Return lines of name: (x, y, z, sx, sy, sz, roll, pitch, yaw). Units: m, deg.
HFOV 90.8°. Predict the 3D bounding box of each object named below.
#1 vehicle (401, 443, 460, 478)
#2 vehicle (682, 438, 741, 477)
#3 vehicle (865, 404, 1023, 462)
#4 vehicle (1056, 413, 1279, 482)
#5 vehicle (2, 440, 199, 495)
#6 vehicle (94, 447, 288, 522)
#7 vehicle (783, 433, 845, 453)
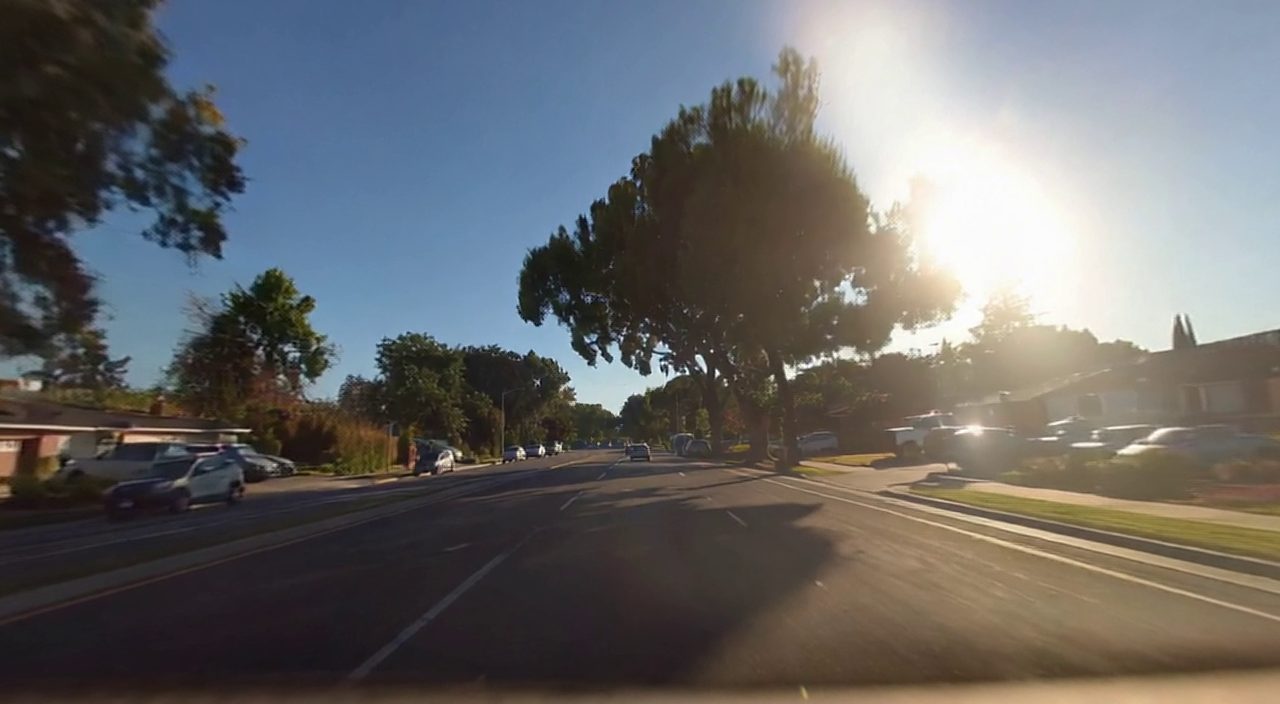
vehicle: (-11.912, 6.174, 36.232, 1.954, 1.828, 4.466, 0, -8, -2)
vehicle: (3.036, 4.576, 27.601, 1.983, 1.557, 4.078, 0, -8, -1)
vehicle: (12.899, 3.482, 27.090, 5.472, 2.340, 2.418, 0, -8, -2)
vehicle: (12.644, 2.249, 14.973, 4.183, 1.516, 1.884, 0, -8, 2)
vehicle: (-18.724, 4.011, 22.148, 4.837, 1.808, 2.176, 0, -8, -1)
vehicle: (-11.840, 3.458, 17.194, 1.822, 1.699, 4.791, 0, -8, -2)
vehicle: (13.435, 7.048, 48.916, 4.162, 1.544, 1.812, 1, -8, -4)
